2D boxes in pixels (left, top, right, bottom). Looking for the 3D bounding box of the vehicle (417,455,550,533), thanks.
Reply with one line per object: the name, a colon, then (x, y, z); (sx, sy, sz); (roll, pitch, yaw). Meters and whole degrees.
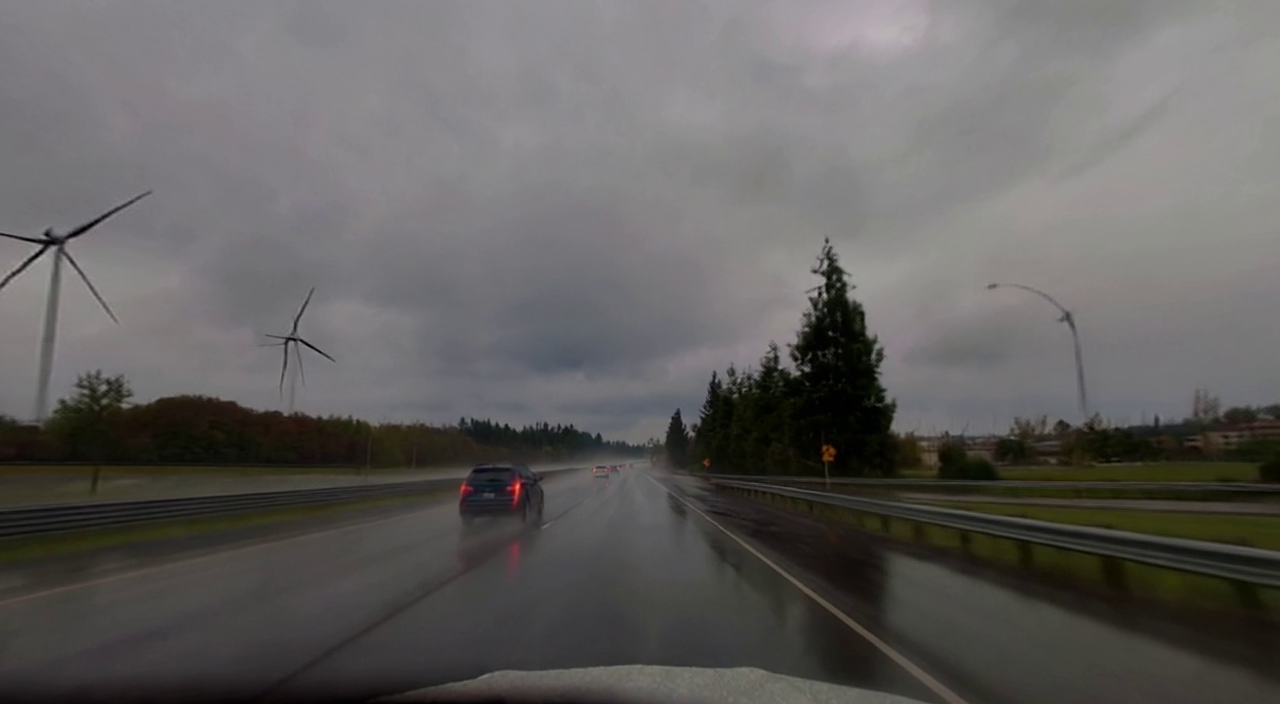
vehicle: (-3.418, 3.223, 14.630); (2.001, 1.486, 4.104); (1, -11, 0)
